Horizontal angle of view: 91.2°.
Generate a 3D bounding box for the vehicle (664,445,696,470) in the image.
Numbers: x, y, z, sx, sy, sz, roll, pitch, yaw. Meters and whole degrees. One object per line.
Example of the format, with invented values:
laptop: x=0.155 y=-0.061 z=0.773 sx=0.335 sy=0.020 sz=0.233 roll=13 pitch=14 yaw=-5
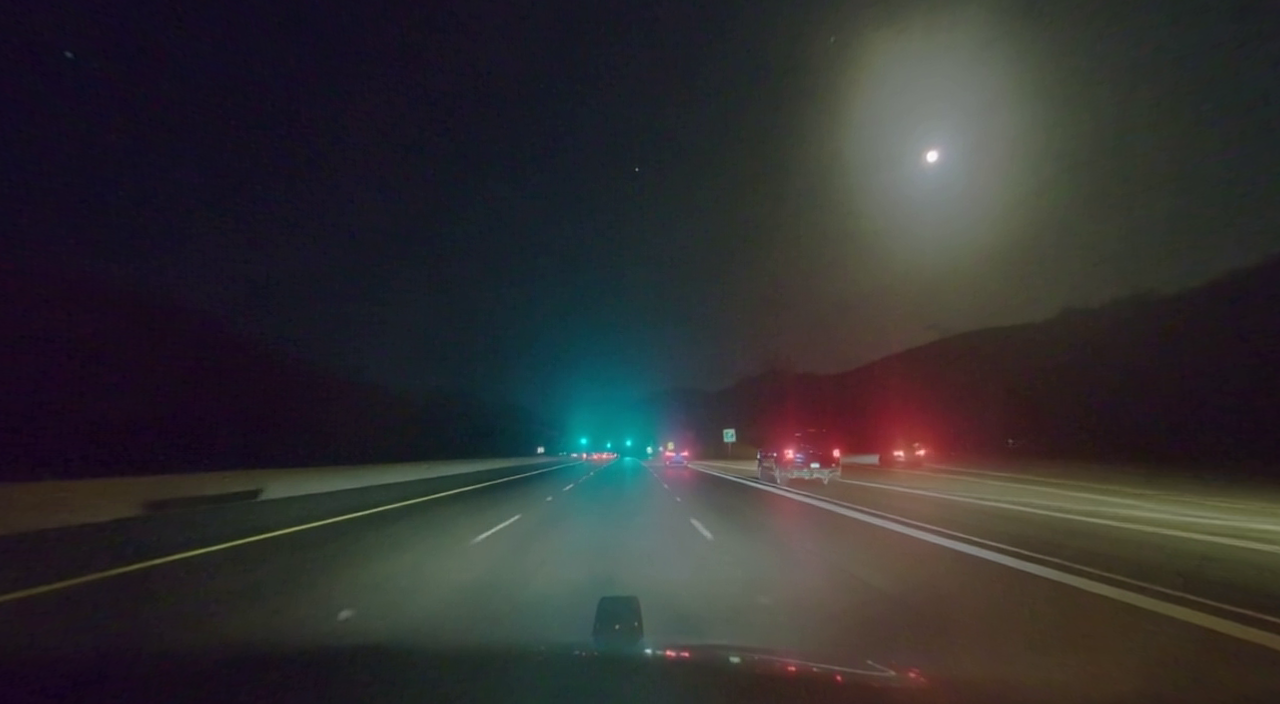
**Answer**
vehicle: x=2.638 y=7.081 z=42.174 sx=1.895 sy=1.555 sz=4.030 roll=-1 pitch=-9 yaw=0
